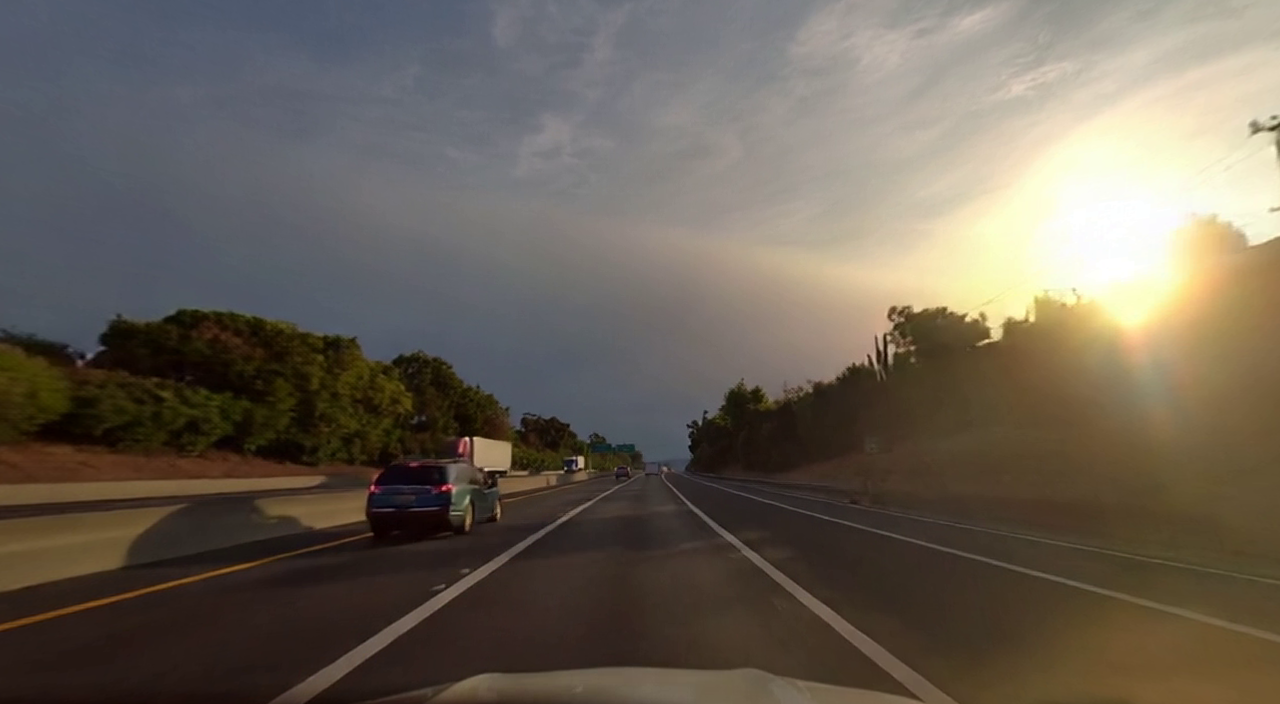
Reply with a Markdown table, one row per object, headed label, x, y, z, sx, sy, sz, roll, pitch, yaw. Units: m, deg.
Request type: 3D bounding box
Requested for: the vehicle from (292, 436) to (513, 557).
| label | x | y | z | sx | sy | sz | roll | pitch | yaw |
| --- | --- | --- | --- | --- | --- | --- | --- | --- | --- |
| vehicle | -3.855 | 2.486 | 11.353 | 2.053 | 1.657 | 4.725 | 1 | -11 | 1 |
